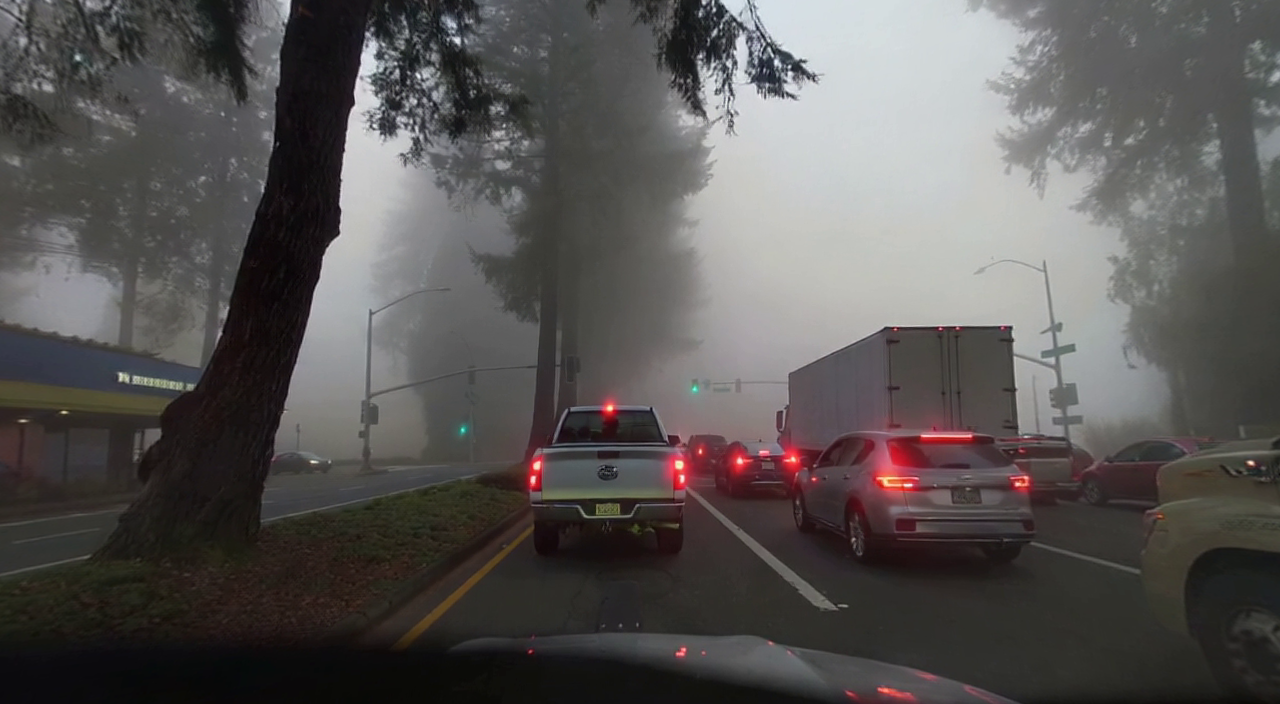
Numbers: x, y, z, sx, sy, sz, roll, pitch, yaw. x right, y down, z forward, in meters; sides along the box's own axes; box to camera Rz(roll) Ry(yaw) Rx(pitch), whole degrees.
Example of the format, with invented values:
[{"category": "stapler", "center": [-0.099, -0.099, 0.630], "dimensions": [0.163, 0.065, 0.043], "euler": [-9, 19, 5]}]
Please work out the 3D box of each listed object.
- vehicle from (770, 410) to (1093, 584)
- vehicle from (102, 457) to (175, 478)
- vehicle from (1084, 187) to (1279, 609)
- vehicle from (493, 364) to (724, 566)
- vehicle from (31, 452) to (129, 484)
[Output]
[{"category": "vehicle", "center": [3.221, 1.725, 8.418], "dimensions": [1.905, 1.587, 4.998], "euler": [0, -9, 0]}, {"category": "vehicle", "center": [-38.166, 8.781, 48.123], "dimensions": [4.150, 1.474, 1.826], "euler": [-1, -9, 6]}, {"category": "vehicle", "center": [6.519, 0.103, 3.311], "dimensions": [2.802, 3.322, 7.429], "euler": [0, -9, -1]}, {"category": "vehicle", "center": [-0.362, 1.606, 9.514], "dimensions": [2.499, 2.183, 5.111], "euler": [0, -9, -1]}, {"category": "vehicle", "center": [-28.548, 5.893, 32.383], "dimensions": [1.730, 1.534, 3.922], "euler": [1, -9, -8]}]
